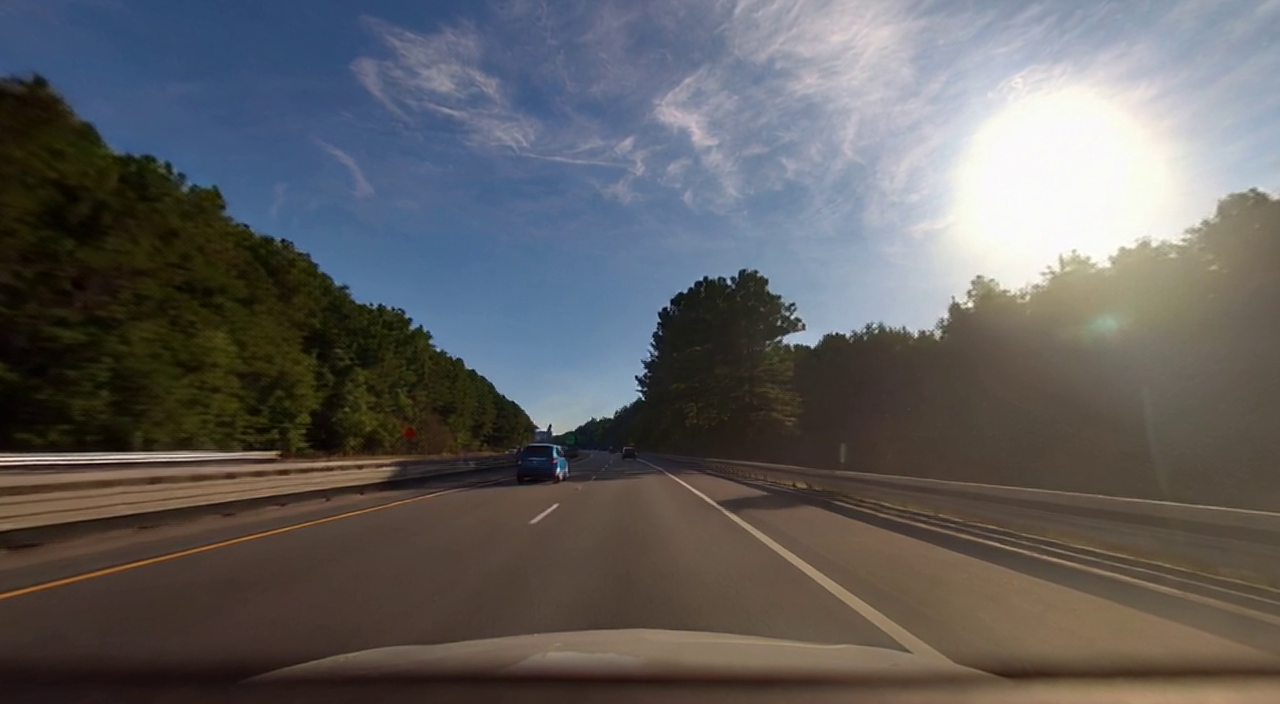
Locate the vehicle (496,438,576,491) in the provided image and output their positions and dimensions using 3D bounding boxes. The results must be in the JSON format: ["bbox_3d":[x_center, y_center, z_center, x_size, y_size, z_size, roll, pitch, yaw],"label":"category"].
[{"bbox_3d":[-3.717,4.105,23.348,2.135,1.755,4.476,0,-9,1],"label":"vehicle"}]
